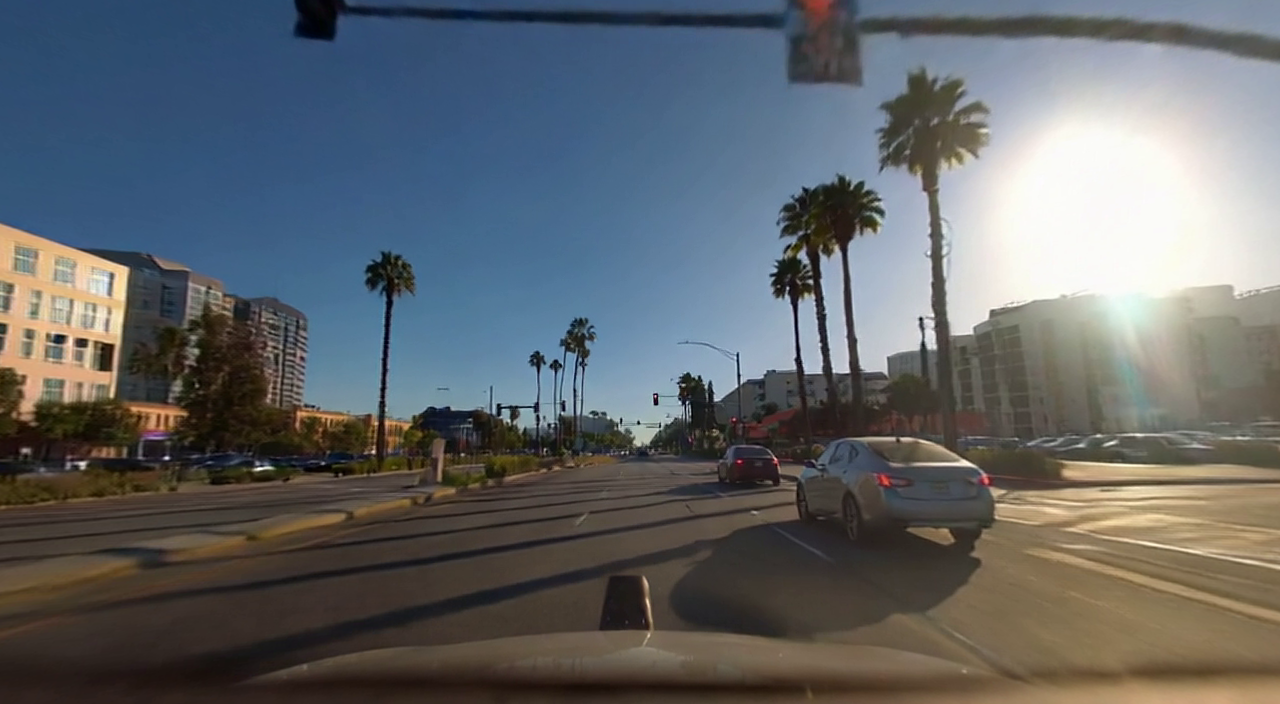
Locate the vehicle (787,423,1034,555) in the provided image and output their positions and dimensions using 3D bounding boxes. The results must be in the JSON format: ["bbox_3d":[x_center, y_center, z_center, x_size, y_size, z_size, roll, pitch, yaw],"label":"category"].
[{"bbox_3d":[3.683,1.938,9.571,1.931,1.534,4.126,-1,-9,1],"label":"vehicle"}]

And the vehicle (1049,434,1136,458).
[{"bbox_3d":[29.177,6.072,40.786,1.759,1.440,4.112,3,-9,-24],"label":"vehicle"}]

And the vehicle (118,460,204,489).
[{"bbox_3d":[-33.514,8.559,44.216,4.422,1.599,2.087,-4,-8,1],"label":"vehicle"}]

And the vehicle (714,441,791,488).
[{"bbox_3d":[3.877,3.964,22.579,1.870,1.467,4.800,0,-9,0],"label":"vehicle"}]

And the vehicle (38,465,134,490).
[{"bbox_3d":[-36.365,8.240,41.445,4.500,1.448,1.901,-1,-8,1],"label":"vehicle"}]

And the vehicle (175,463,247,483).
[{"bbox_3d":[-32.745,9.224,48.148,4.252,1.419,1.997,-2,-9,11],"label":"vehicle"}]
